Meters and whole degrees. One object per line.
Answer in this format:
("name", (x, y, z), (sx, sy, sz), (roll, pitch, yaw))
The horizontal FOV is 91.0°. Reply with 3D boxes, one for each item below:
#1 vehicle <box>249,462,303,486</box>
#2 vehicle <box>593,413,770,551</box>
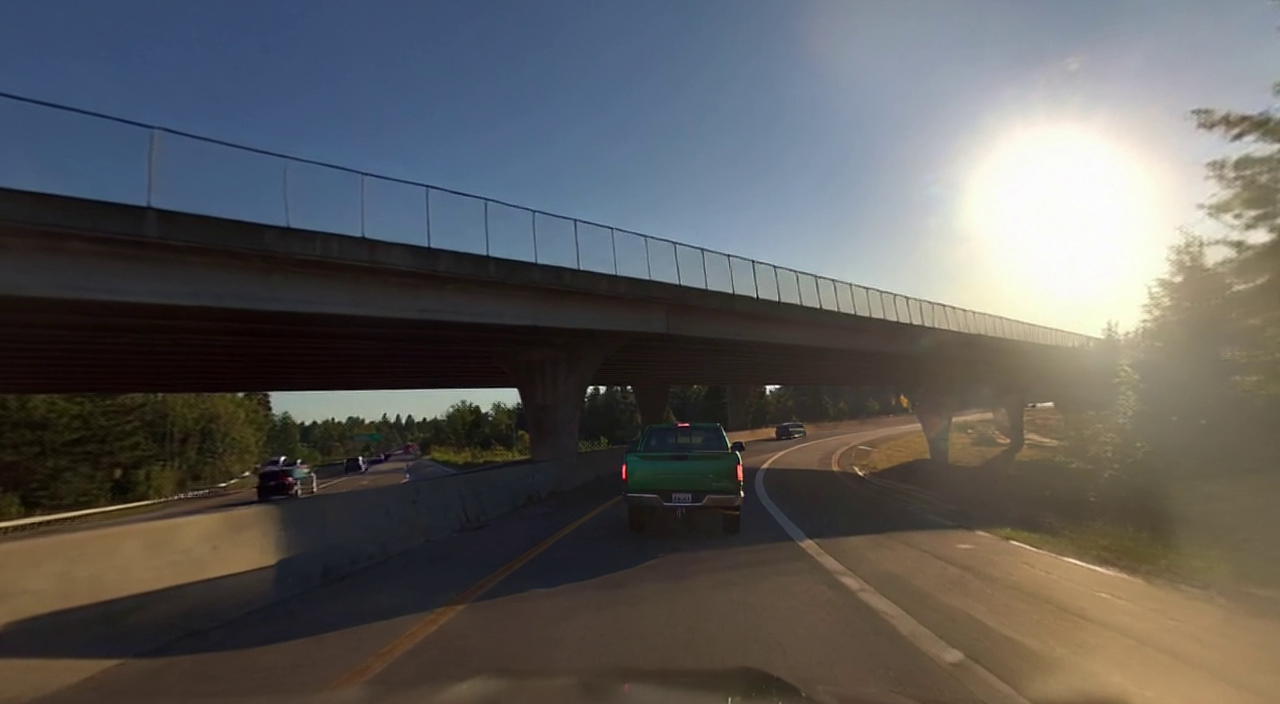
("vehicle", (-25.522, 8.553, 44.314), (1.965, 1.464, 4.514), (2, -9, -13))
("vehicle", (0.690, 1.968, 10.242), (2.235, 1.716, 4.435), (-1, -9, 5))
